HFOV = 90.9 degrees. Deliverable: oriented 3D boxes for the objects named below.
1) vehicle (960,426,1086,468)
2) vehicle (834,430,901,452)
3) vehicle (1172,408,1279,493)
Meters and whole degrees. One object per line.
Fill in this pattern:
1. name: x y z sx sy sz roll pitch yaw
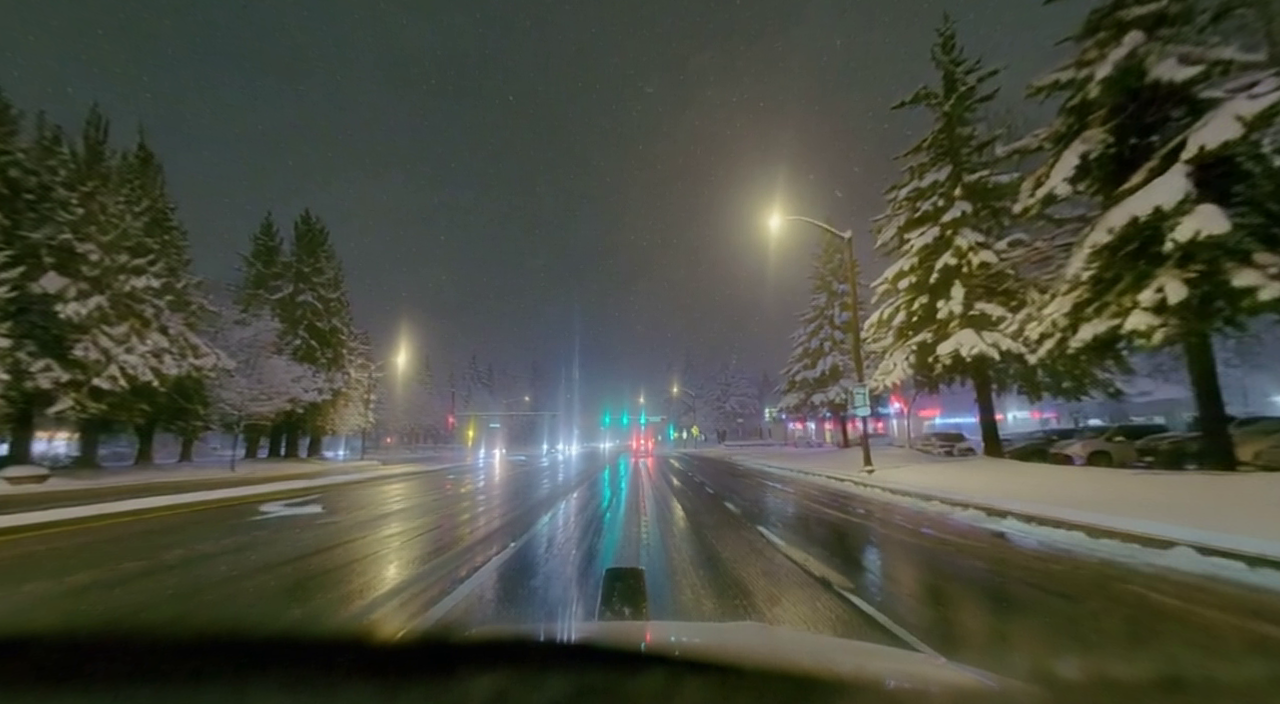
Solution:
1. vehicle: 17.123 4.237 28.350 4.362 1.455 1.816 -5 -7 1
2. vehicle: 17.664 6.949 49.135 4.498 1.671 1.887 -1 -8 2
3. vehicle: 15.946 2.202 14.876 4.749 1.785 2.137 -2 -7 0
